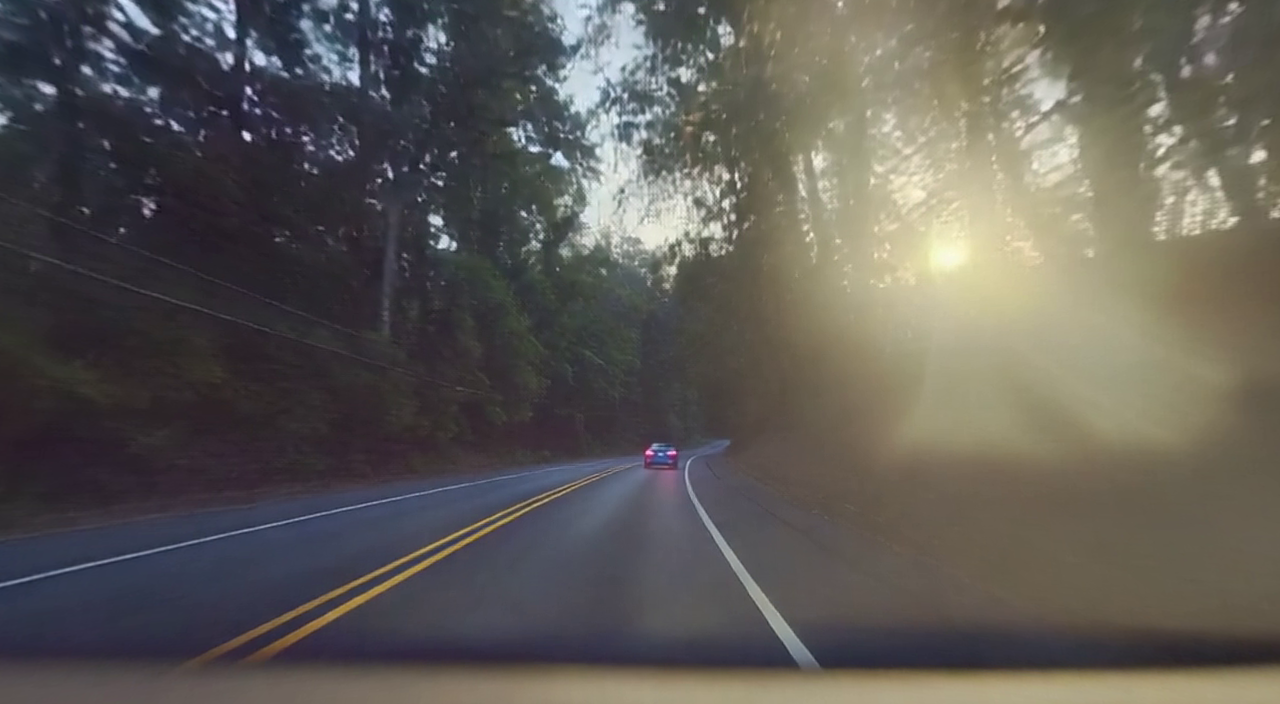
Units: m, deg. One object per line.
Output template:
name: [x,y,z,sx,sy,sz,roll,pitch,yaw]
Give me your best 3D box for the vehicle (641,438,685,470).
vehicle: [1.246,5.173,32.312,2.059,1.524,3.963,-1,-8,5]
